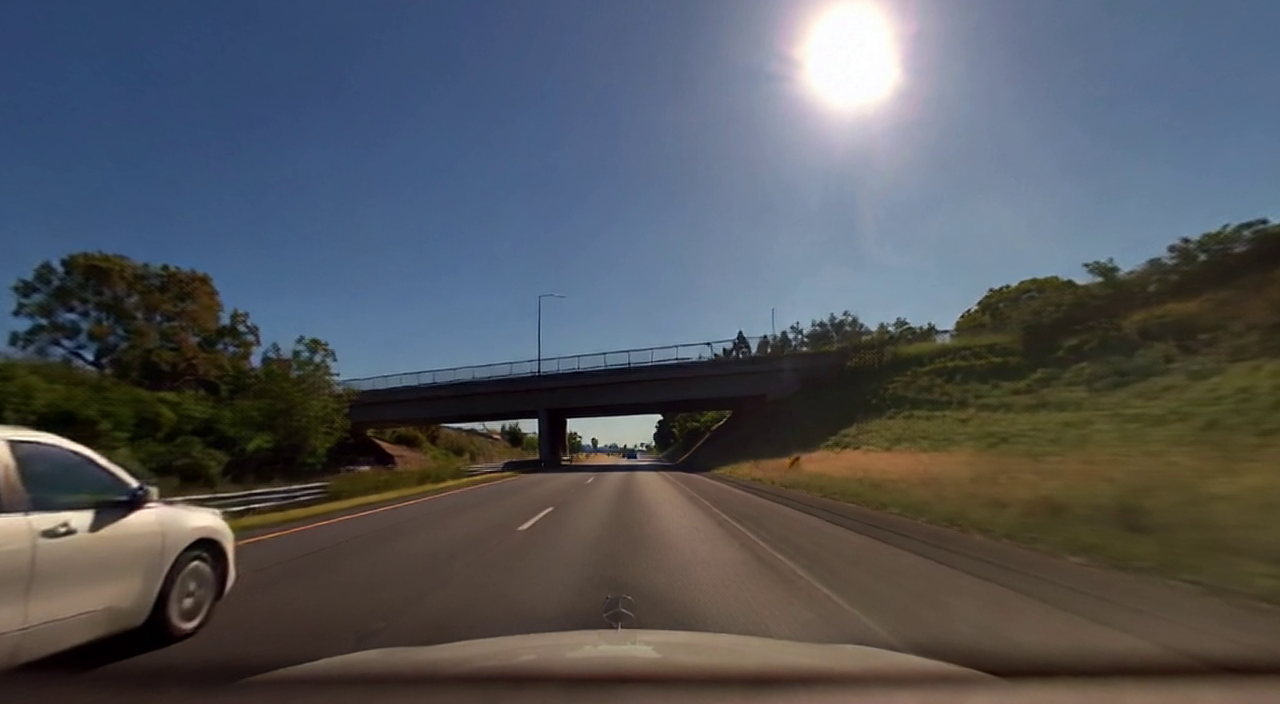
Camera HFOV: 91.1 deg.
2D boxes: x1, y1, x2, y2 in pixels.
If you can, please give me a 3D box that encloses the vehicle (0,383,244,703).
[{"bbox_3d":[-3.932,0.915,2.374,2.082,1.668,4.274,0,-9,-1],"label":"vehicle"}]
